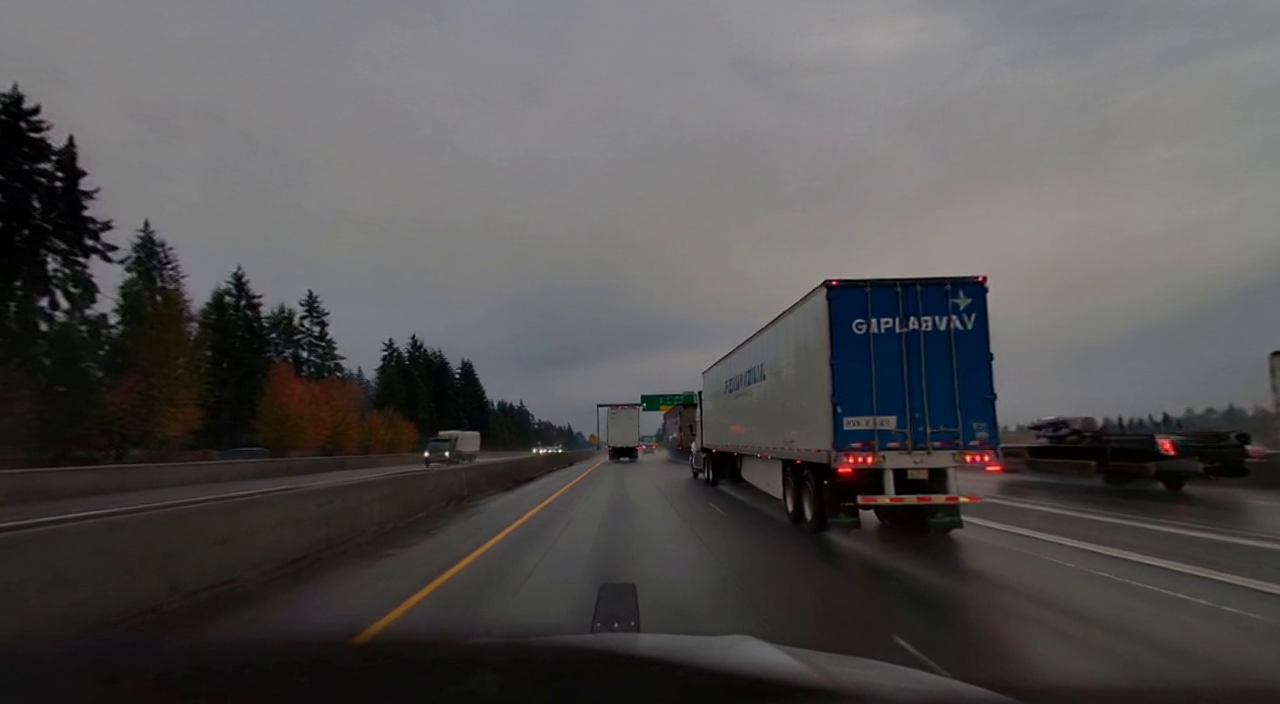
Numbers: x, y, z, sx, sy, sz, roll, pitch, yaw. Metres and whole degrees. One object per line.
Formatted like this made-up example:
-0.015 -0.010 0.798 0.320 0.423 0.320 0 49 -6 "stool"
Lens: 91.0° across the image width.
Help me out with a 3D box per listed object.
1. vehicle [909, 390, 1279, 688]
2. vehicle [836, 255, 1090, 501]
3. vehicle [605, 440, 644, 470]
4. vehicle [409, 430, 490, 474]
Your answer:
4.590 1.234 5.297 4.253 1.543 2.045 4 -9 -30 "vehicle"
4.282 0.417 8.806 2.244 3.047 2.035 0 -8 -2 "vehicle"
-0.821 5.443 33.475 1.943 1.491 3.459 0 -8 -2 "vehicle"
-12.754 6.744 43.111 2.774 2.621 9.453 0 -8 -1 "vehicle"
